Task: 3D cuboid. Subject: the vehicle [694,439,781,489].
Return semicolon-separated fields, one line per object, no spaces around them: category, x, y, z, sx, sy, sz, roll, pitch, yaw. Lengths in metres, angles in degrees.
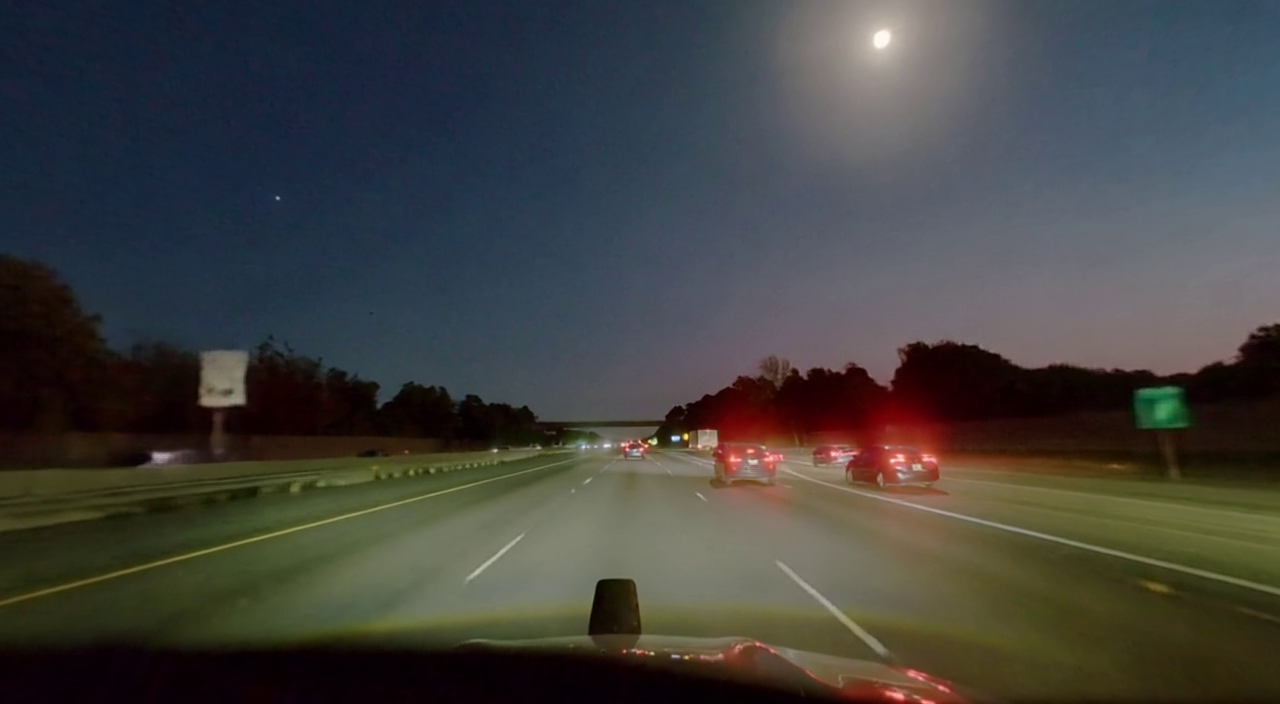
vehicle;3.149;3.736;21.465;2.076;1.472;4.562;0;-8;-2

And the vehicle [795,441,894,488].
vehicle;7.158;3.960;22.657;1.946;1.497;4.467;0;-8;-1

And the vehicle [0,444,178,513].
vehicle;-16.075;3.495;18.156;1.923;1.600;4.960;1;-8;-1
